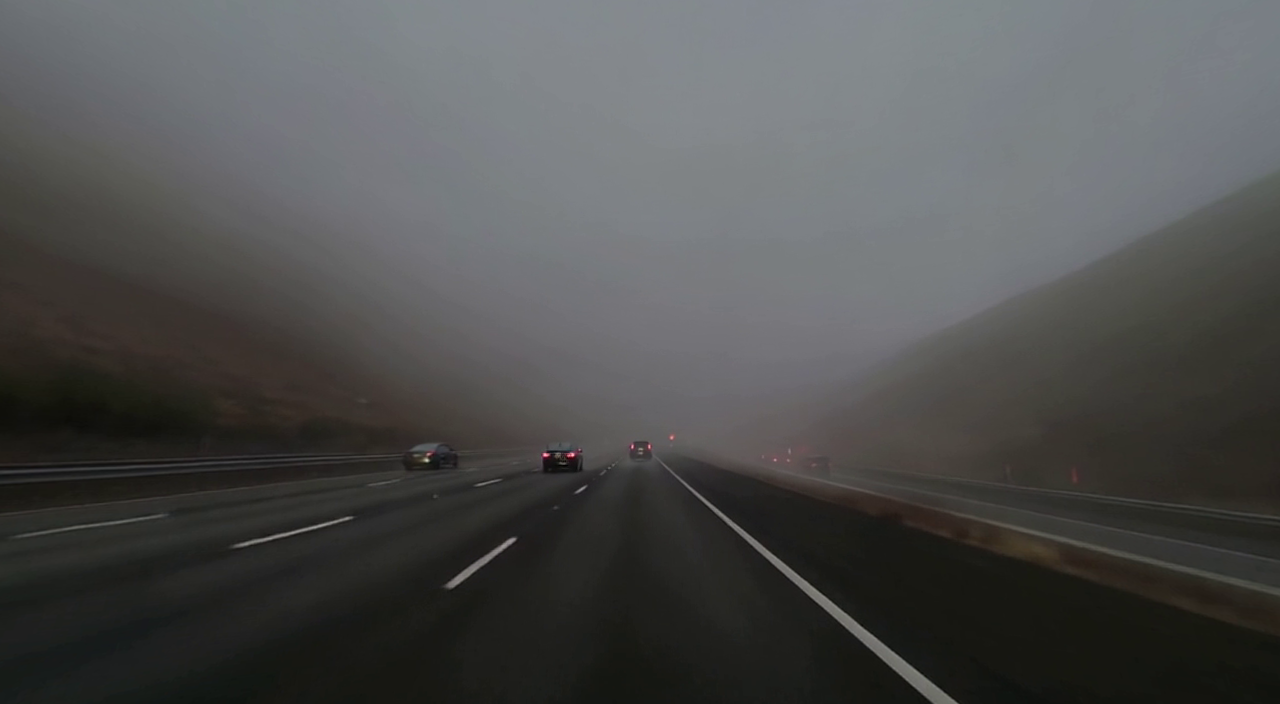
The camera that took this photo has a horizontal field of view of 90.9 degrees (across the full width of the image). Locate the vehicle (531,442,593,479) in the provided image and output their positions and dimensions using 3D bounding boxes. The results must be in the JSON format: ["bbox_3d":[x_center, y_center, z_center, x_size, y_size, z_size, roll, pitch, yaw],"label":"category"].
[{"bbox_3d":[-3.370,4.797,28.263,2.080,1.505,4.649,-1,-8,1],"label":"vehicle"}]

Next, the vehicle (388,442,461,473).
[{"bbox_3d":[-10.907,5.361,32.349,1.945,1.466,4.947,0,-8,1],"label":"vehicle"}]

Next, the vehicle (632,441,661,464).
[{"bbox_3d":[0.503,7.725,48.726,2.138,1.674,4.044,0,-8,1],"label":"vehicle"}]
